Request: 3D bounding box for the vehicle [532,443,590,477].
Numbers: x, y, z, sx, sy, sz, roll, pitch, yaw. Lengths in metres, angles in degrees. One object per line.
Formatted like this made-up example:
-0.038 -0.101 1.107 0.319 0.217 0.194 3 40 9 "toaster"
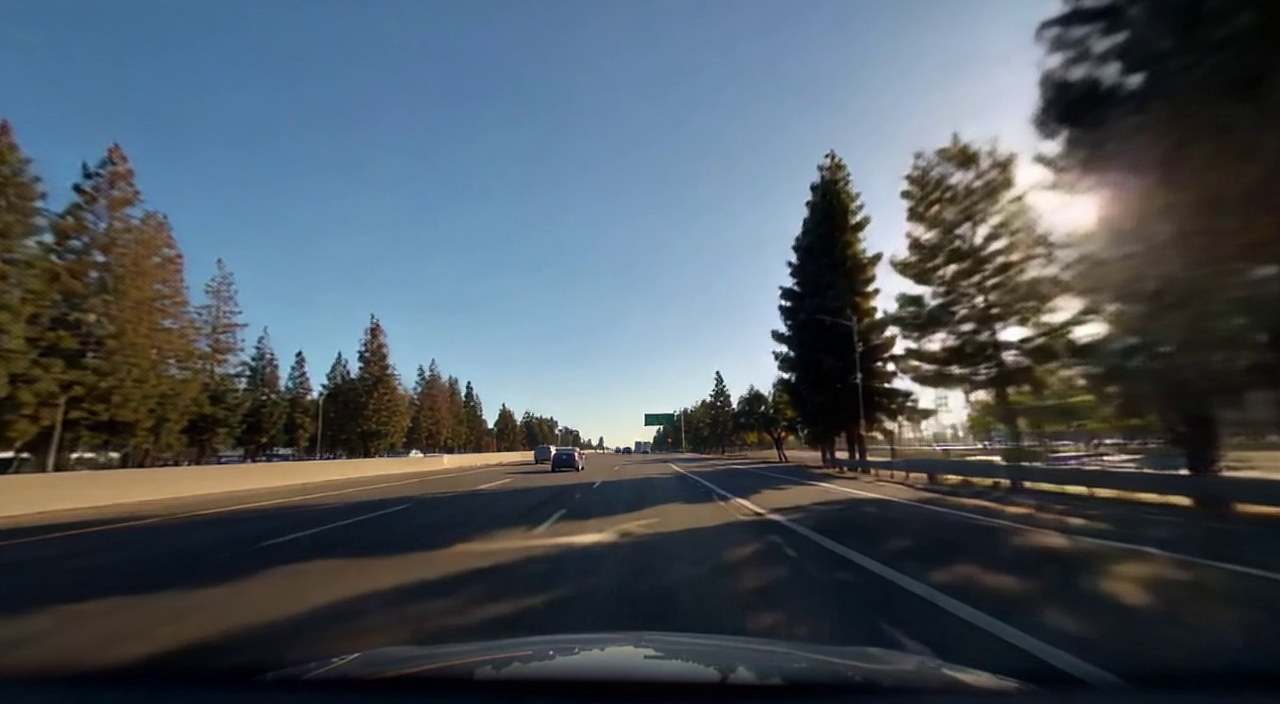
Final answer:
-3.620 5.037 29.550 2.128 1.450 4.078 -1 -9 1 "vehicle"
